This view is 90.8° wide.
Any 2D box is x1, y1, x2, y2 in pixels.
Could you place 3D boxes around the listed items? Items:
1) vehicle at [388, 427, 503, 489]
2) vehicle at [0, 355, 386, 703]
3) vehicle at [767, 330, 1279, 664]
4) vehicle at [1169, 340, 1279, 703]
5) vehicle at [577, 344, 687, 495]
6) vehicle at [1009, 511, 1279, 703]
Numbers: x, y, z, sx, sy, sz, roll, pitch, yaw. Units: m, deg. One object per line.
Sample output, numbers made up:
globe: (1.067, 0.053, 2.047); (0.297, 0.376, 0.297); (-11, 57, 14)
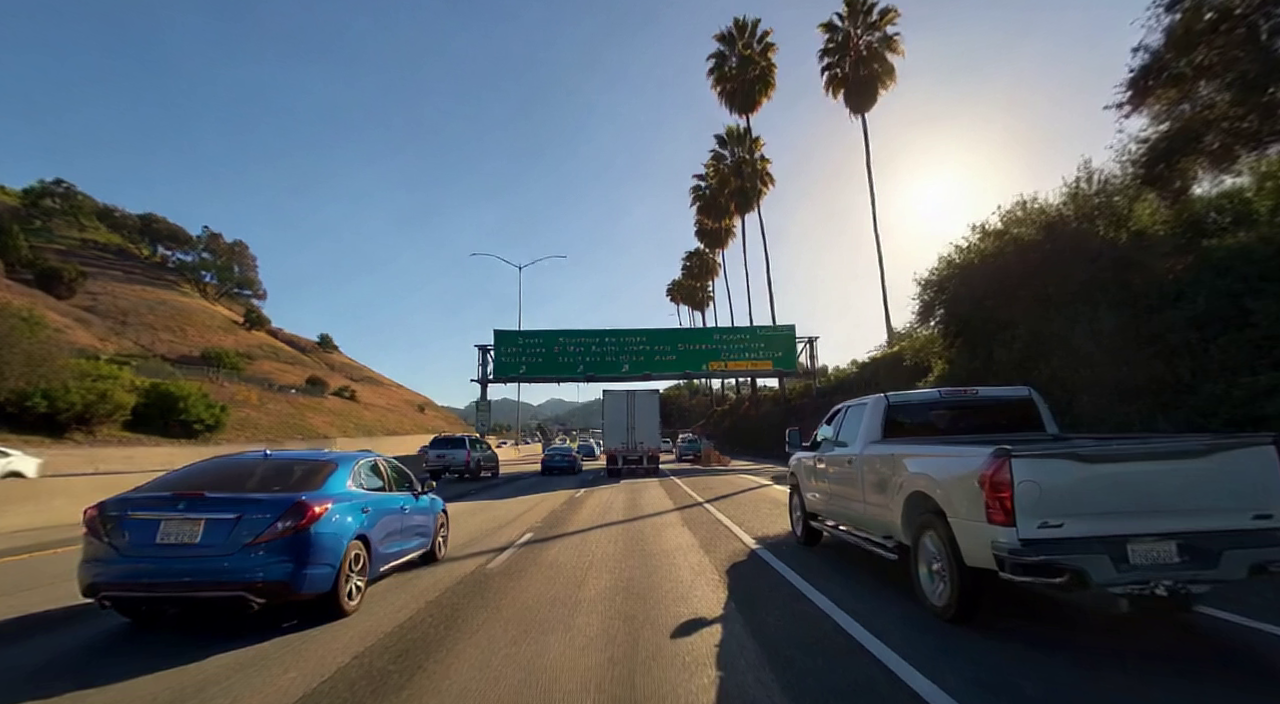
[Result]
vehicle: (-6.879, 3.844, 23.170); (2.344, 1.954, 5.579); (0, -9, 1)
vehicle: (-3.234, 1.047, 3.539); (1.885, 1.654, 4.103); (0, -9, 0)
vehicle: (3.102, 1.318, 6.863); (2.245, 2.103, 5.613); (0, -9, 0)
vehicle: (3.184, 0.372, 0.247); (1.859, 1.416, 4.695); (0, -9, -1)
vehicle: (-0.149, 2.595, 22.315); (2.906, 4.040, 10.743); (0, -9, 1)
vehicle: (3.155, 0.890, 0.329); (2.635, 1.036, 5.568); (0, -9, 0)
